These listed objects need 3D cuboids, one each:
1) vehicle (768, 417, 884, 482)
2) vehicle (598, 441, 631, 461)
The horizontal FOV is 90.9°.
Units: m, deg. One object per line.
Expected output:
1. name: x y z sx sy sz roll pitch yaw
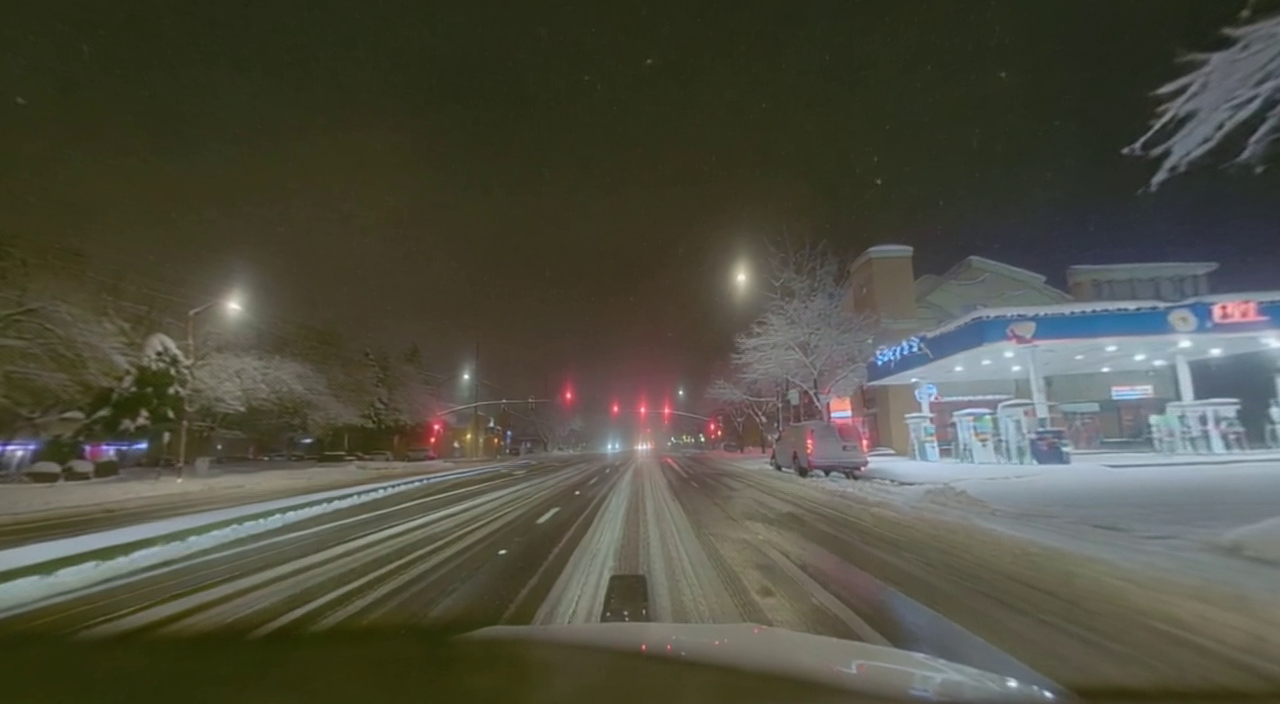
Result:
1. vehicle: 7.409 4.016 26.124 2.764 2.327 6.492 0 -8 0
2. vehicle: -1.967 7.711 49.302 2.082 1.460 4.442 -1 -8 4
